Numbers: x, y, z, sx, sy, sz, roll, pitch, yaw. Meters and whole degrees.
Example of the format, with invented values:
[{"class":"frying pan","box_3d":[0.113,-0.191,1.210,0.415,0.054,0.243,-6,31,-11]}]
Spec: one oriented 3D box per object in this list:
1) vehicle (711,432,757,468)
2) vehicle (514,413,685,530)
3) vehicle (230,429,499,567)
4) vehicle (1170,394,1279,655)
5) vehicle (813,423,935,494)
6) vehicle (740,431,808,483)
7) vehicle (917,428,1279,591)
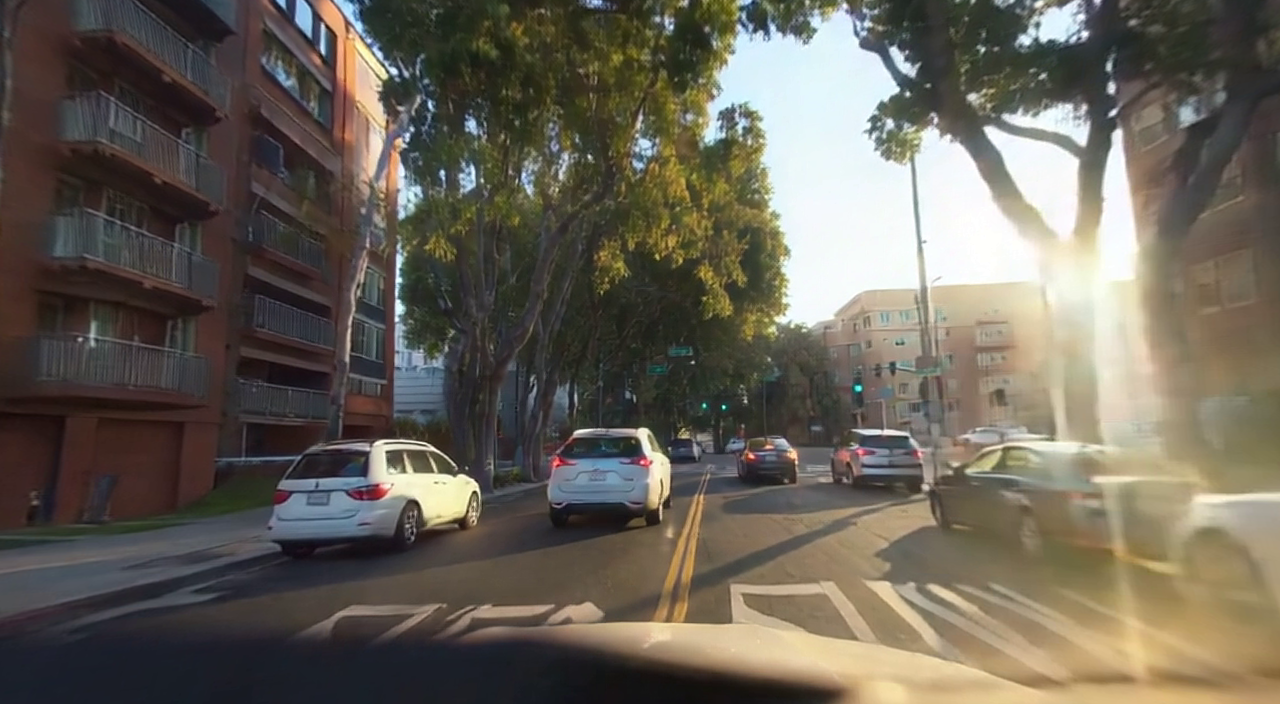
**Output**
[{"class":"vehicle","box_3d":[4.731,4.996,32.230,2.111,1.705,4.093,-1,-9,6]},{"class":"vehicle","box_3d":[-0.497,2.298,12.741,2.333,1.832,5.200,-2,-9,9]},{"class":"vehicle","box_3d":[-4.161,2.252,10.581,2.013,1.772,4.439,-2,-9,8]},{"class":"vehicle","box_3d":[4.778,0.852,2.480,1.883,1.601,4.305,-1,-9,5]},{"class":"vehicle","box_3d":[6.818,3.187,19.163,2.093,1.815,5.441,-1,-9,5]},{"class":"vehicle","box_3d":[4.666,3.685,22.351,2.111,1.619,4.077,-2,-9,10]},{"class":"vehicle","box_3d":[5.231,1.758,7.959,1.937,1.442,4.338,-1,-9,6]}]
